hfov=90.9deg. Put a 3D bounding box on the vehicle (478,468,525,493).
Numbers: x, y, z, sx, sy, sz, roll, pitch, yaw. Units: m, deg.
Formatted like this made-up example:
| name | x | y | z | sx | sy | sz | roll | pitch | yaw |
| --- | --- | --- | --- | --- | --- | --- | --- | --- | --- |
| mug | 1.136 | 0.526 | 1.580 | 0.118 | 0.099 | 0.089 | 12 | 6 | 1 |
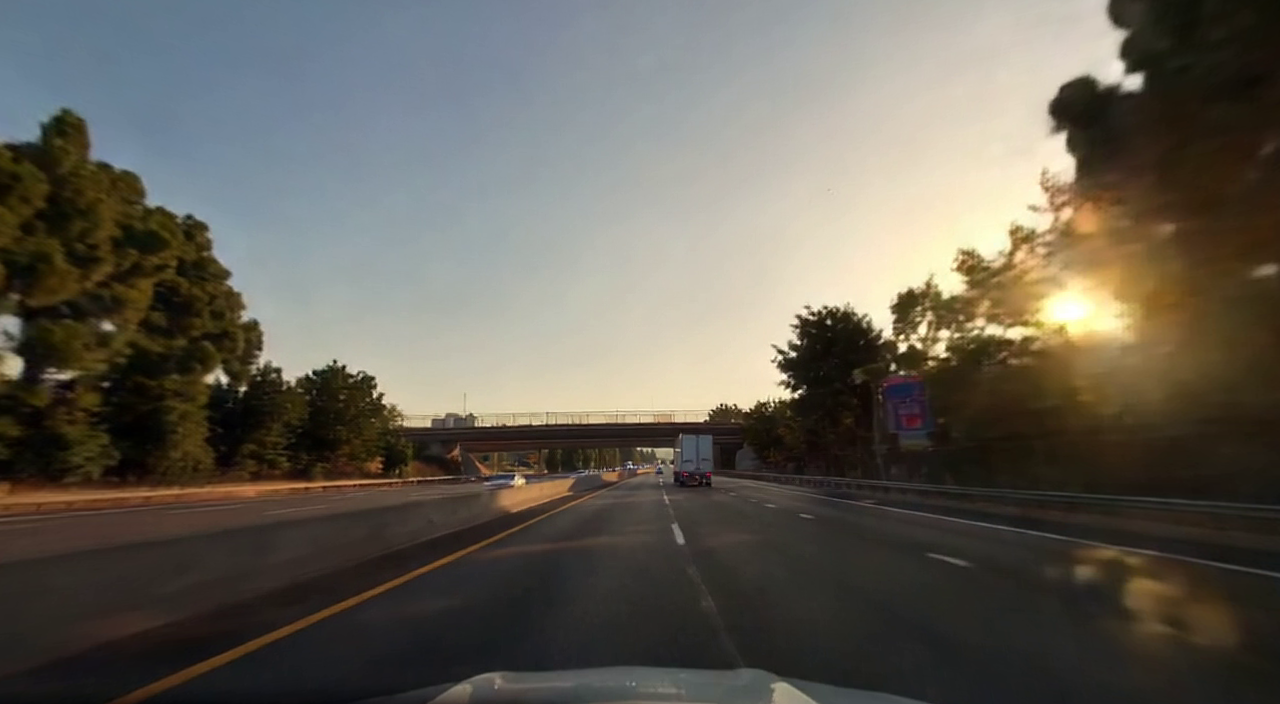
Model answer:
| name | x | y | z | sx | sy | sz | roll | pitch | yaw |
| --- | --- | --- | --- | --- | --- | --- | --- | --- | --- |
| vehicle | -9.059 | 8.446 | 41.550 | 2.046 | 1.536 | 4.145 | 1 | -11 | 1 |
